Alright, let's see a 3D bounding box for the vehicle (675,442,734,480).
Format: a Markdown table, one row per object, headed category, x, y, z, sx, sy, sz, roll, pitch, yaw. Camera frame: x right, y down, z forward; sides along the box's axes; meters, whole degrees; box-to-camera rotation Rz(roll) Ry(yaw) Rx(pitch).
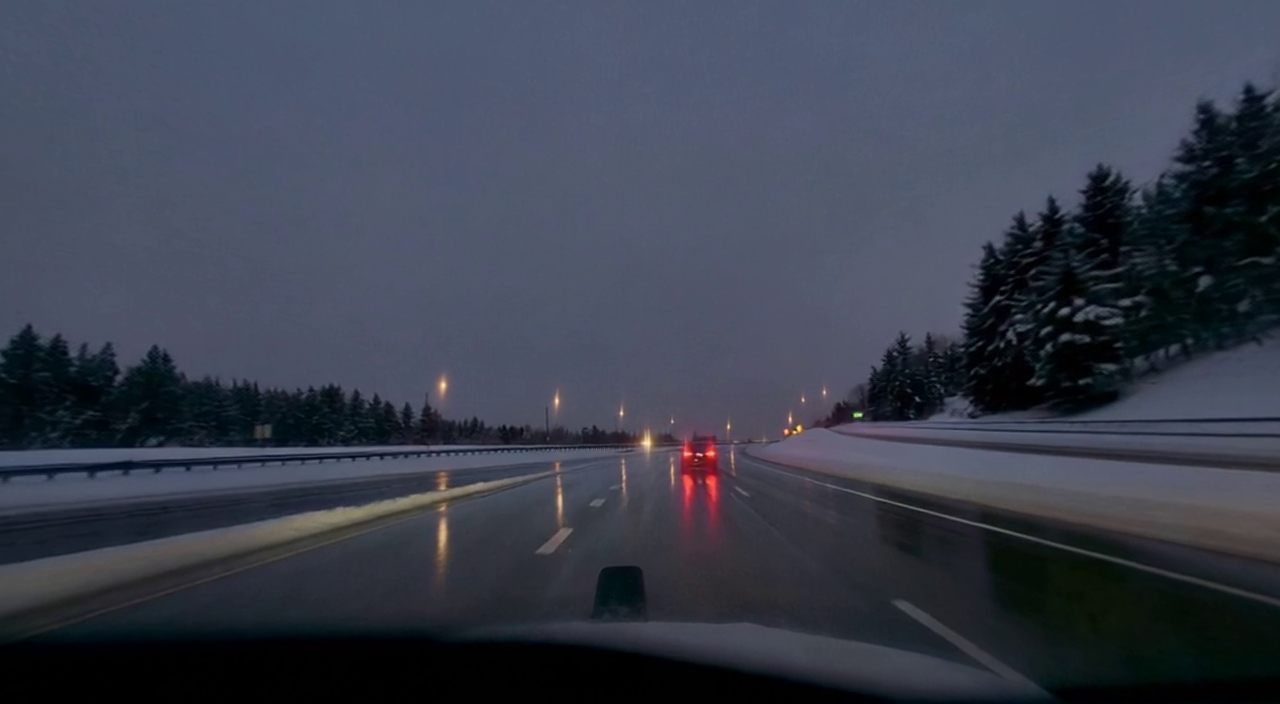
| category | x | y | z | sx | sy | sz | roll | pitch | yaw |
| --- | --- | --- | --- | --- | --- | --- | --- | --- | --- |
| vehicle | 2.549 | 4.430 | 25.763 | 2.124 | 1.405 | 4.398 | 0 | -8 | 3 |
